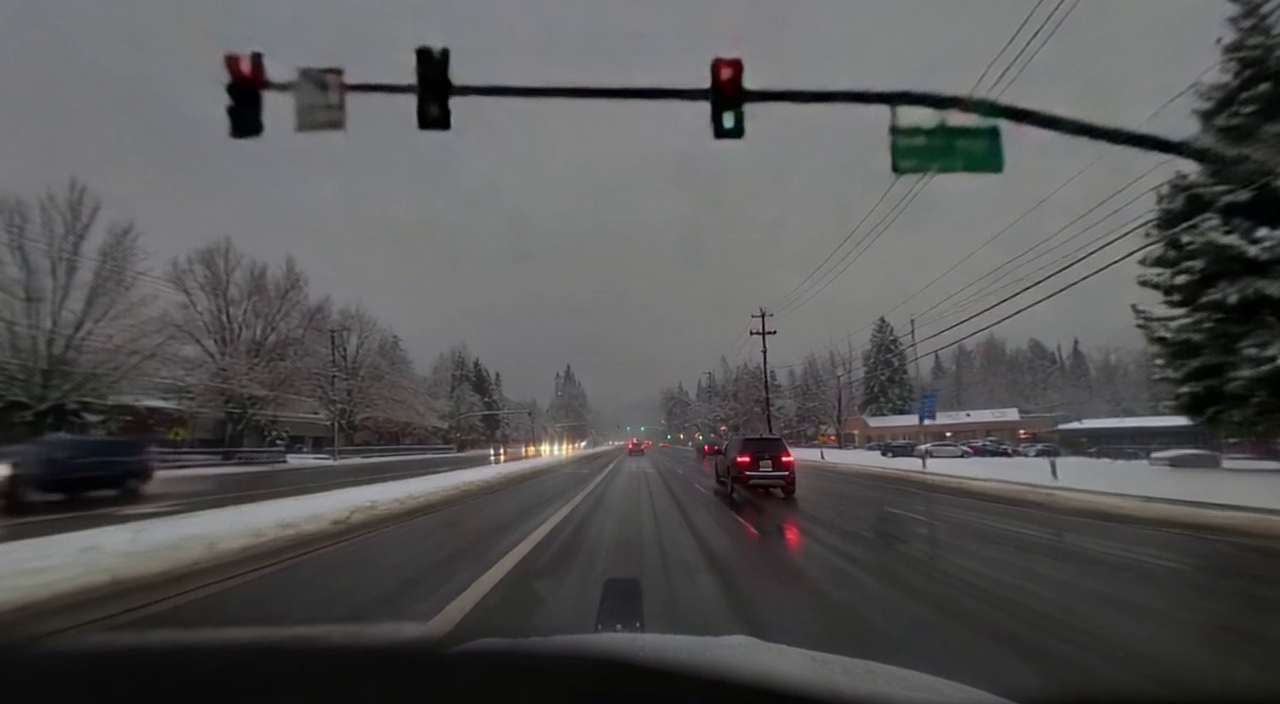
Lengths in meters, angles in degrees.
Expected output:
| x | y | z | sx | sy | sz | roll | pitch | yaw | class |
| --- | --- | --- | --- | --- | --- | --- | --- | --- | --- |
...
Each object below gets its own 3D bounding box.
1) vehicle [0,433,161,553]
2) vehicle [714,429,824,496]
| x | y | z | sx | sy | sz | roll | pitch | yaw | class |
| --- | --- | --- | --- | --- | --- | --- | --- | --- | --- |
| -9.146 | 1.943 | 8.729 | 1.816 | 1.478 | 4.404 | -2 | -6 | -3 | vehicle |
| 3.547 | 3.128 | 18.230 | 2.128 | 1.699 | 4.222 | 0 | -8 | -2 | vehicle |
